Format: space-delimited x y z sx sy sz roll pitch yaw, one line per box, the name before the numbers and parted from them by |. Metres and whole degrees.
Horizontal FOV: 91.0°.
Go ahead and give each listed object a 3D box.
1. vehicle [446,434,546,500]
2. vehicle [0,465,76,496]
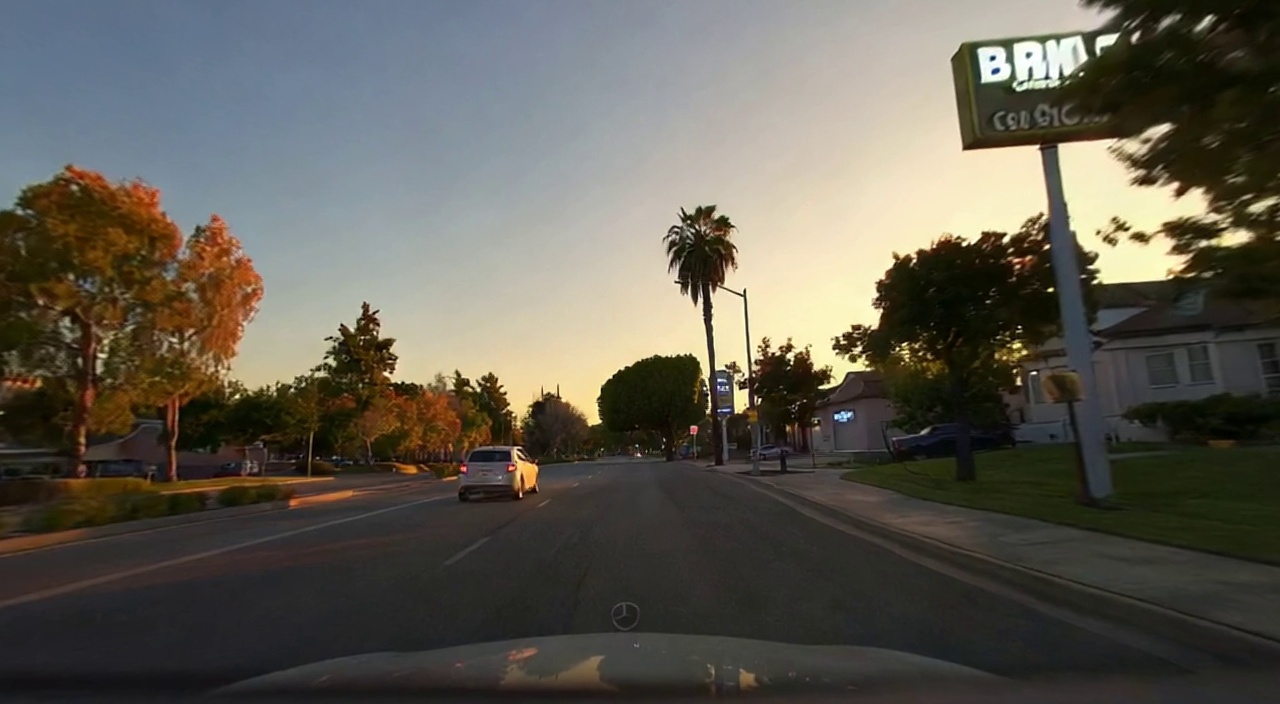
vehicle | -4.375 3.570 19.904 2.136 1.844 4.363 0 -9 0
vehicle | -34.496 7.124 35.134 1.856 1.442 4.494 0 -8 -1
